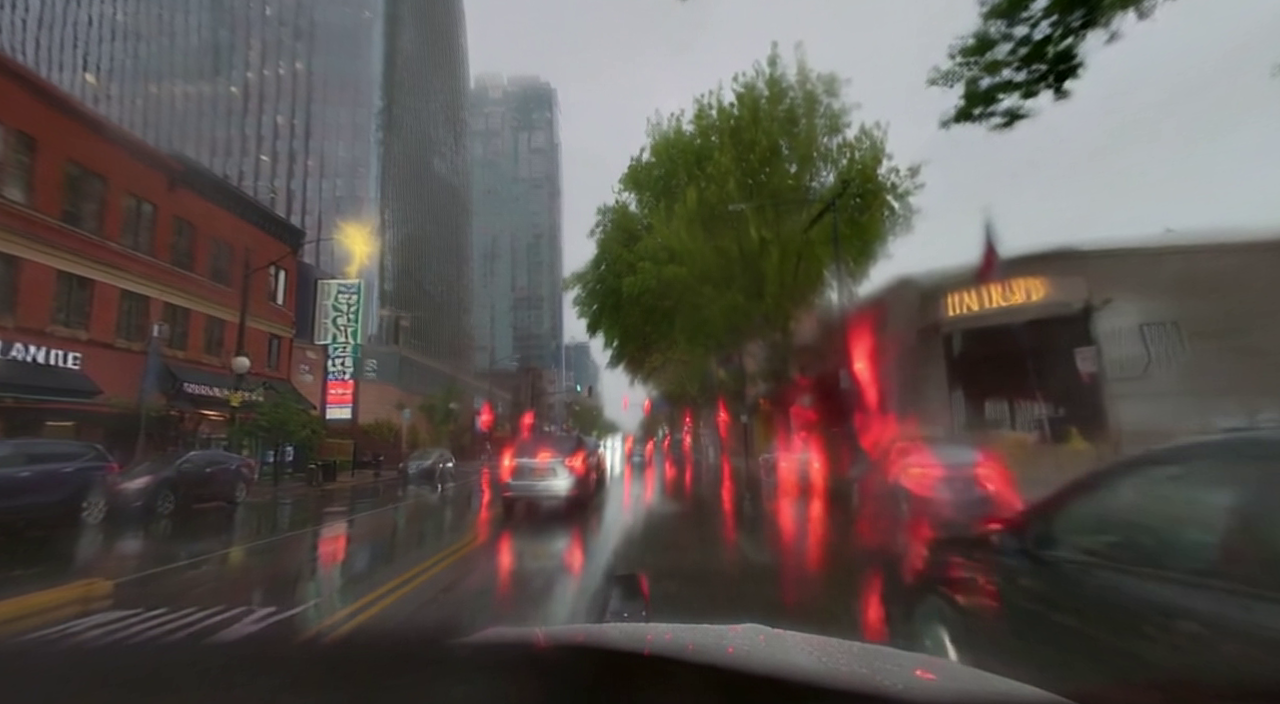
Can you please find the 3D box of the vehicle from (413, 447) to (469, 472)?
[{"bbox_3d":[-12.903,6.988,41.157,2.075,1.472,4.638,-1,-8,1],"label":"vehicle"}]

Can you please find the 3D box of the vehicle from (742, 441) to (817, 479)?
[{"bbox_3d":[5.661,4.447,26.249,1.956,1.446,4.537,0,-8,-2],"label":"vehicle"}]

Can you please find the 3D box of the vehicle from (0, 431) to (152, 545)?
[{"bbox_3d":[-12.758,2.525,11.820,2.384,2.044,6.030,0,-8,0],"label":"vehicle"}]

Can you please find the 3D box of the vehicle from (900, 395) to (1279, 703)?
[{"bbox_3d":[2.600,0.819,1.368,2.150,1.464,4.467,0,-8,0],"label":"vehicle"}]

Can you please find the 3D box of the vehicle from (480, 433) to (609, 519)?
[{"bbox_3d":[-1.881,2.443,13.009,2.169,1.427,4.531,1,-8,-7],"label":"vehicle"}]

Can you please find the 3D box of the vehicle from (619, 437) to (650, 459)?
[{"bbox_3d":[-0.422,6.918,45.501,2.102,1.521,4.078,0,-8,-2],"label":"vehicle"}]

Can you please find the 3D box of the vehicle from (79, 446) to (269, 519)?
[{"bbox_3d":[-12.812,3.559,17.812,2.000,1.708,4.494,-2,-8,-1],"label":"vehicle"}]
